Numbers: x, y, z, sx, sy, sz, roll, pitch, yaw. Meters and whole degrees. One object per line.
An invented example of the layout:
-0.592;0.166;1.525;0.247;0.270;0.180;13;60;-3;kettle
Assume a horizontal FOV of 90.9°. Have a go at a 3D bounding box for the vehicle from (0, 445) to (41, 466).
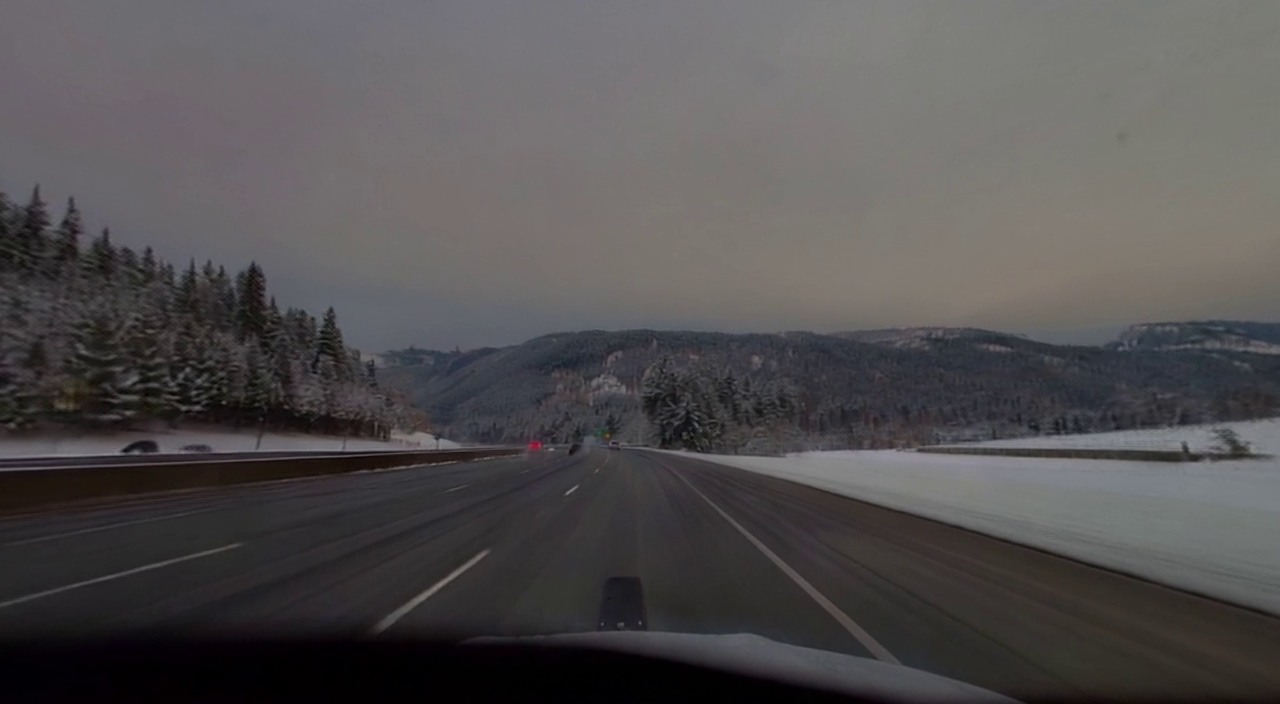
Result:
-44.061;7.132;43.414;1.652;1.413;4.032;0;-9;-2;vehicle
